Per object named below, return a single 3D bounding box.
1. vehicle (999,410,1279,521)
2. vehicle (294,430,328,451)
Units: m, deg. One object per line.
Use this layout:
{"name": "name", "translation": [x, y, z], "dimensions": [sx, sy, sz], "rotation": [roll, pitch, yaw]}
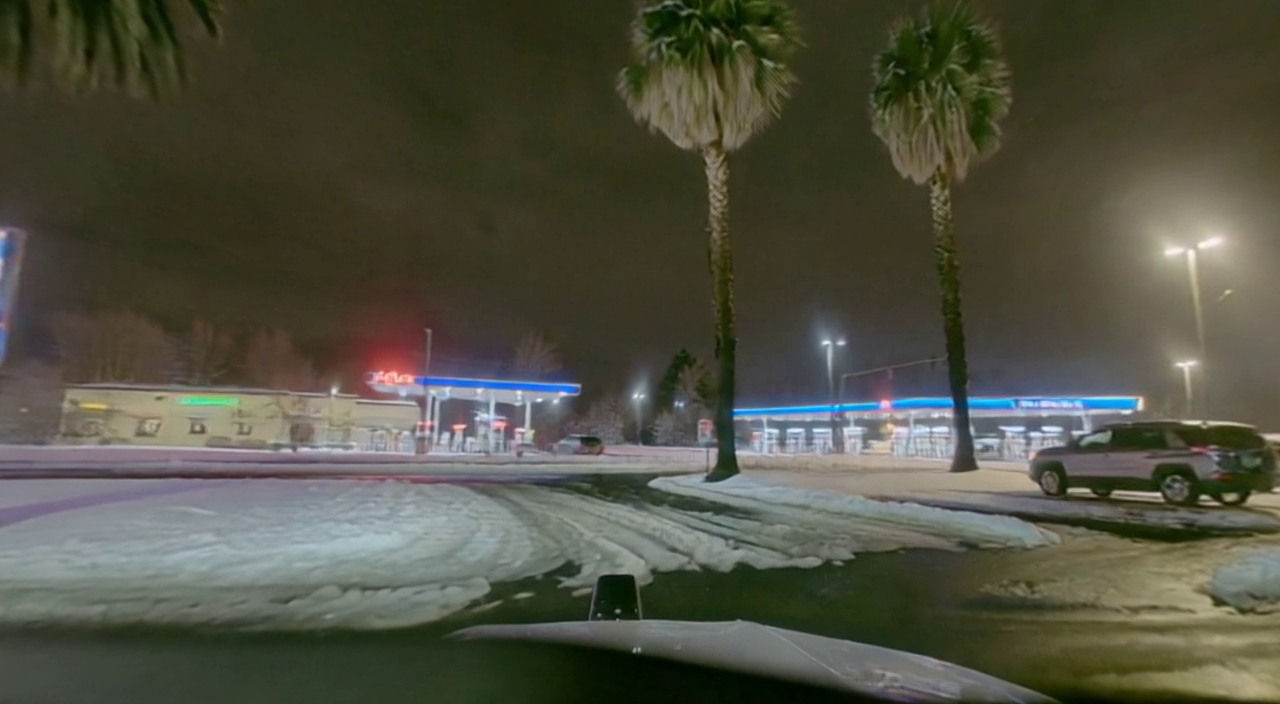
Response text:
{"name": "vehicle", "translation": [10.483, 2.286, 13.267], "dimensions": [2.028, 1.850, 4.731], "rotation": [4, -9, -24]}
{"name": "vehicle", "translation": [-24.689, 6.648, 47.517], "dimensions": [1.901, 1.463, 3.948], "rotation": [3, -9, -22]}
